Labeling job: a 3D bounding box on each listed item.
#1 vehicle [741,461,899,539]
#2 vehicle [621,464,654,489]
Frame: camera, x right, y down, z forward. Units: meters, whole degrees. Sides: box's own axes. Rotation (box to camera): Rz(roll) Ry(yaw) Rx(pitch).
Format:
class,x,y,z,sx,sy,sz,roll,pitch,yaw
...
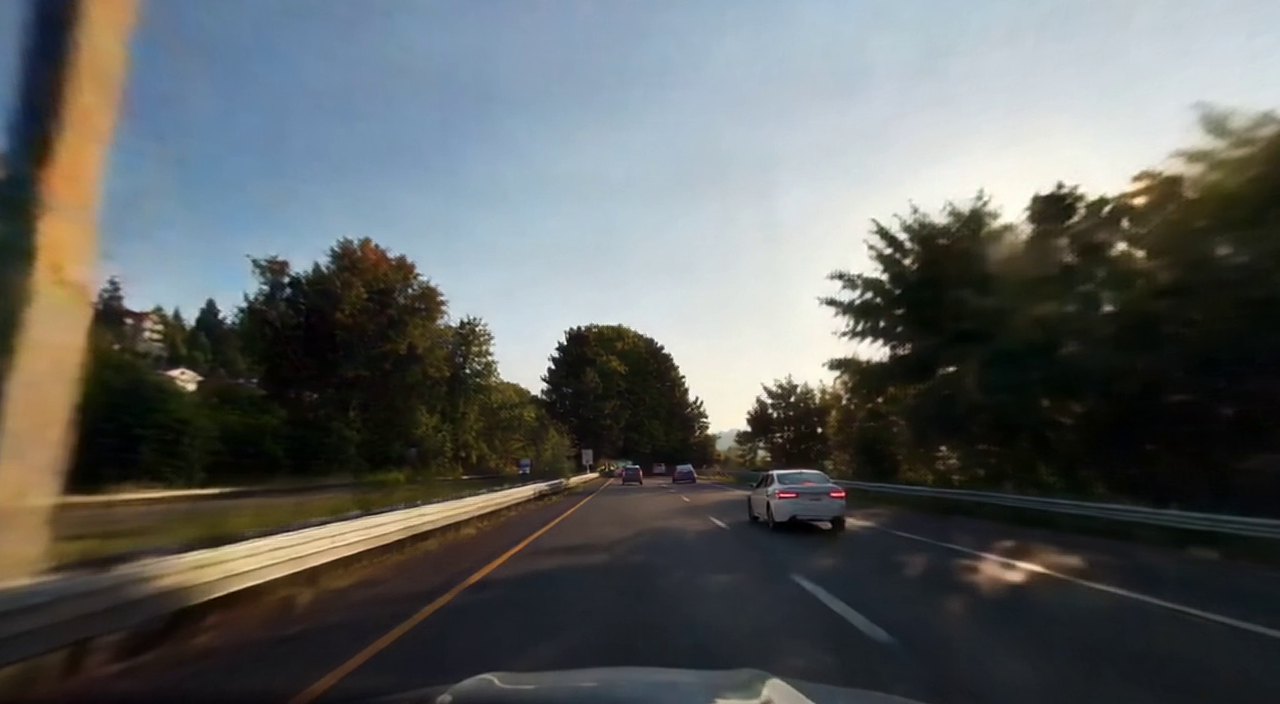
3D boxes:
class,x,y,z,sx,sy,sz,roll,pitch,yaw
vehicle,3.800,3.260,14.387,2.018,1.426,4.941,1,-11,-2
vehicle,-0.193,8.065,40.797,1.980,1.483,3.865,1,-10,-1
